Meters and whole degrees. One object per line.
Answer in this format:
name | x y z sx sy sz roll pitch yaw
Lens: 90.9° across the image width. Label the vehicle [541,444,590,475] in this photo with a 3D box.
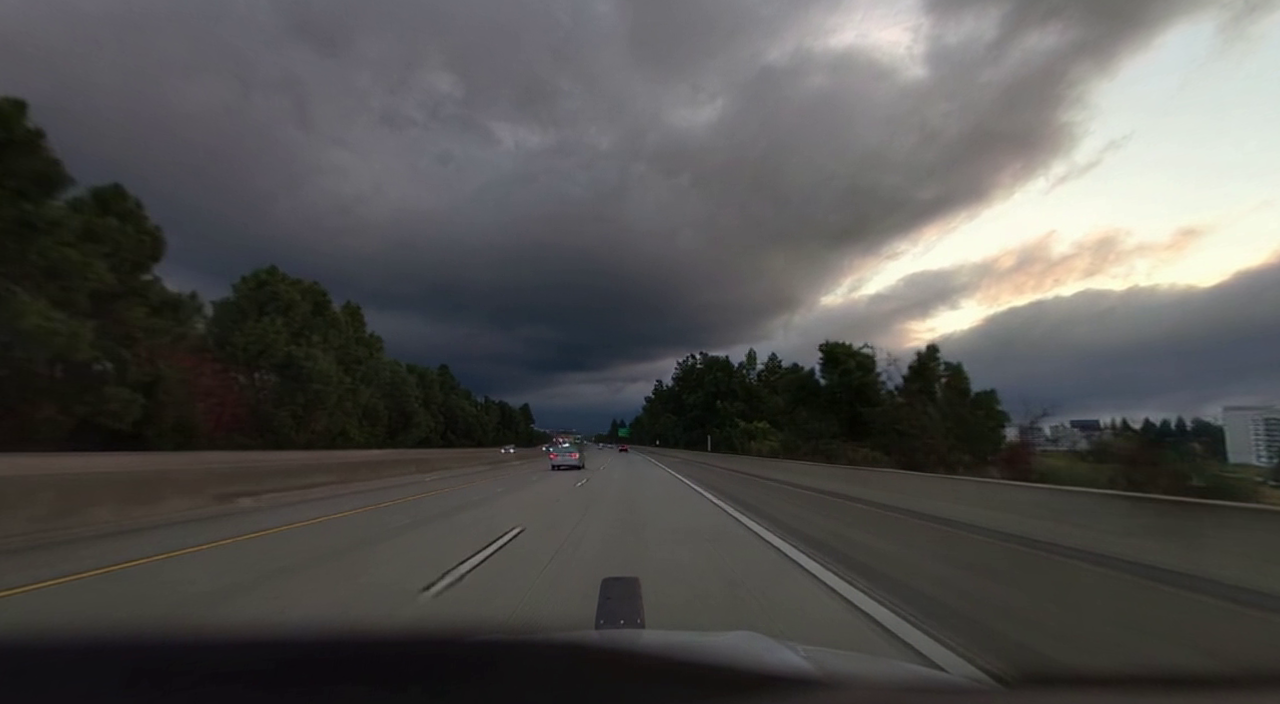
vehicle | -3.950 5.785 34.052 2.083 1.560 4.713 0 -9 0
